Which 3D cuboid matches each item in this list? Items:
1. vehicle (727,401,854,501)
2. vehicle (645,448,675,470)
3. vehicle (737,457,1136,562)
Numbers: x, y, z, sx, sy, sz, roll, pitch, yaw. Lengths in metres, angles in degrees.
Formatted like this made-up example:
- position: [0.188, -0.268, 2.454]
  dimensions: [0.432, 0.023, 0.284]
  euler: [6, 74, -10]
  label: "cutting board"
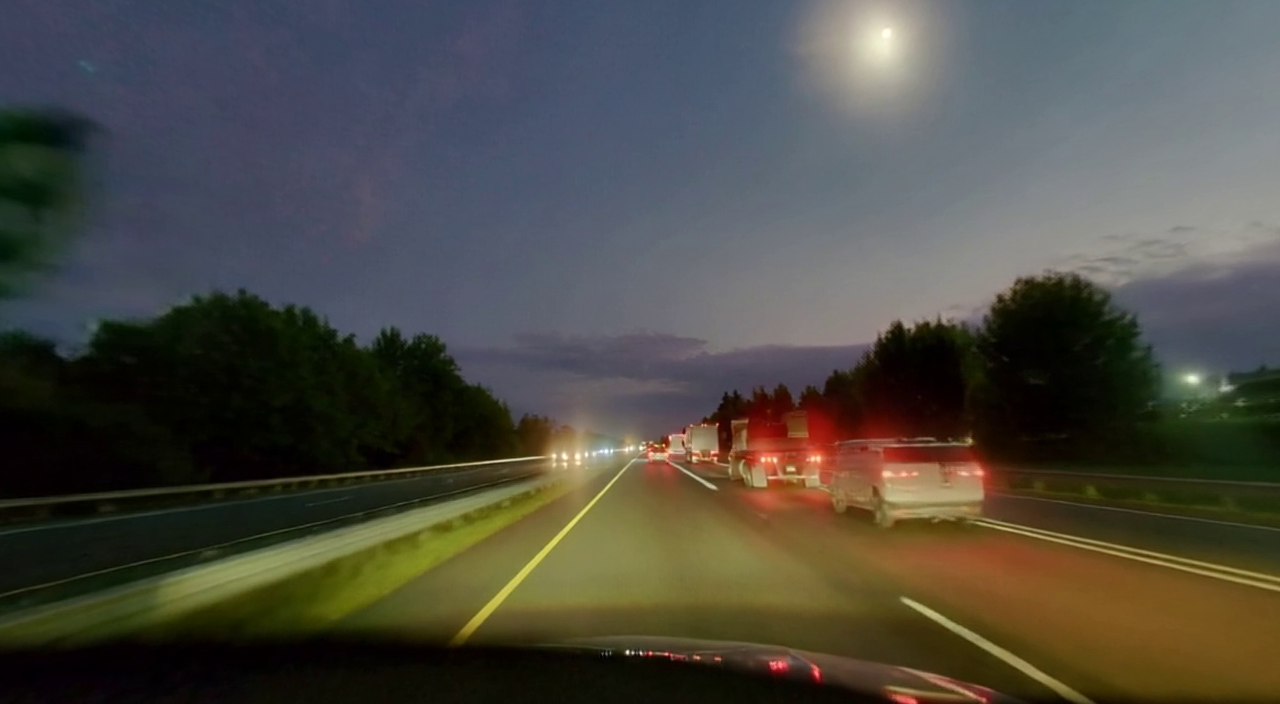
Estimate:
- position: [4.634, 3.231, 20.727]
  dimensions: [2.569, 2.783, 5.984]
  euler: [0, -9, -1]
  label: "vehicle"
- position: [1.428, 7.599, 44.999]
  dimensions: [2.049, 1.500, 3.790]
  euler: [0, -9, 1]
  label: "vehicle"
- position: [4.670, 3.037, 14.339]
  dimensions: [2.472, 1.036, 13.239]
  euler: [-2, -9, -2]
  label: "vehicle"
